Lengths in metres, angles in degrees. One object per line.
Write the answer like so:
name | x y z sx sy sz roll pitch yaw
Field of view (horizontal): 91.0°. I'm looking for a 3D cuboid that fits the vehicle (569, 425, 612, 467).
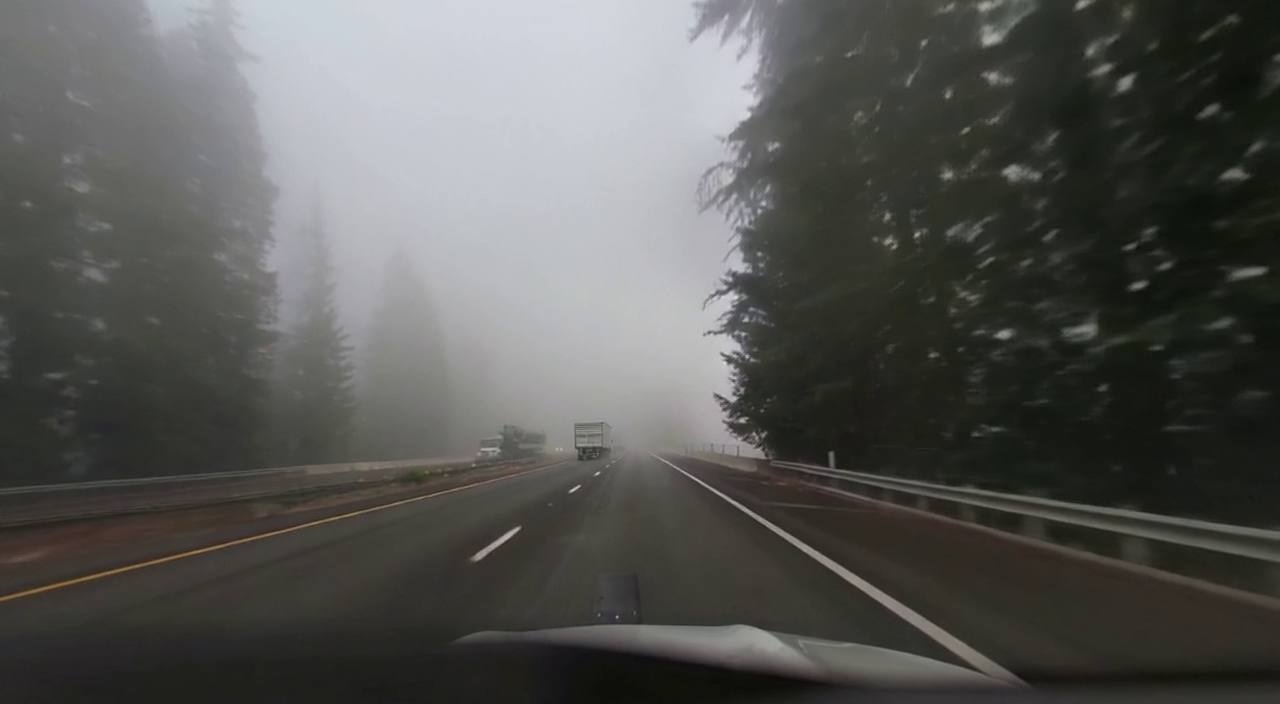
vehicle | -3.333 6.495 43.493 2.484 2.625 5.907 -1 -8 0
